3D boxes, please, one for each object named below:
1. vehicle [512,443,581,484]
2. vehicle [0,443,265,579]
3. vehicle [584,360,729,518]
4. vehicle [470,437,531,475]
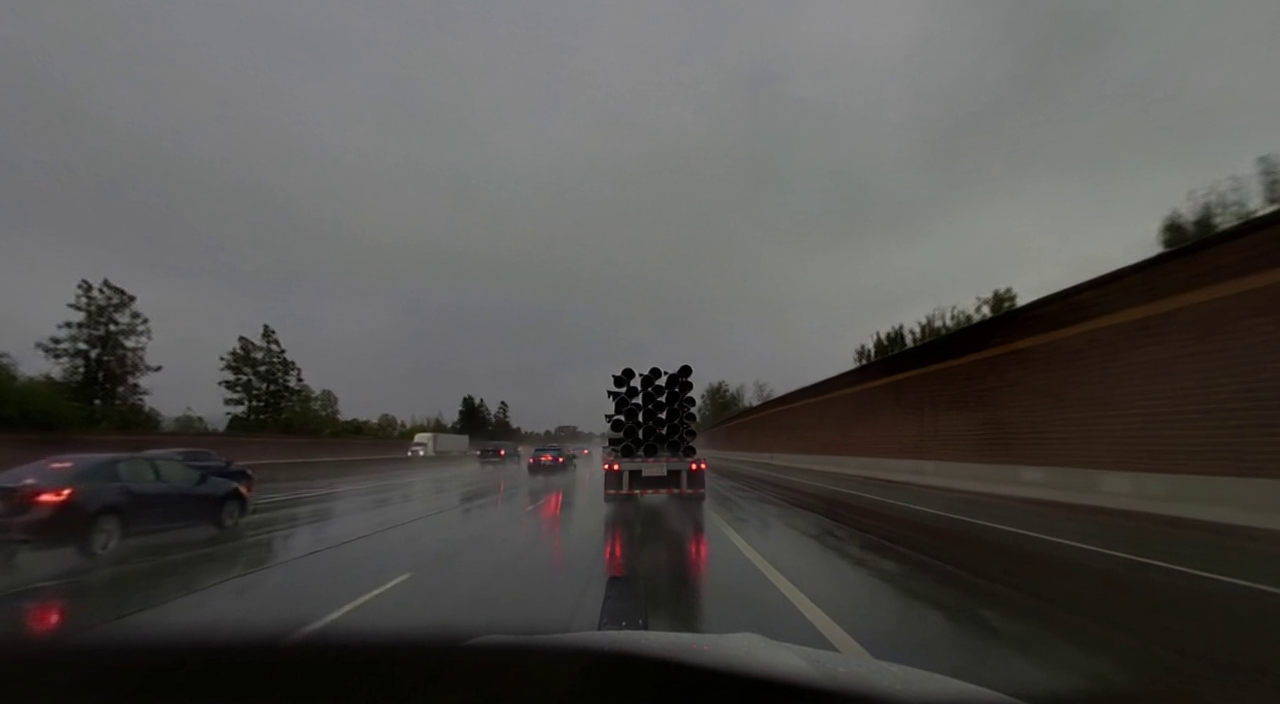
[{"bbox_3d":[-3.624,4.391,25.229,1.974,1.475,4.538,0,-8,1],"label":"vehicle"},{"bbox_3d":[-7.884,2.056,9.088,2.006,1.458,4.700,0,-8,1],"label":"vehicle"},{"bbox_3d":[0.351,2.290,16.550,2.798,3.071,8.412,0,-8,1],"label":"vehicle"},{"bbox_3d":[-7.468,5.635,34.430,2.164,1.874,5.004,0,-8,0],"label":"vehicle"}]
